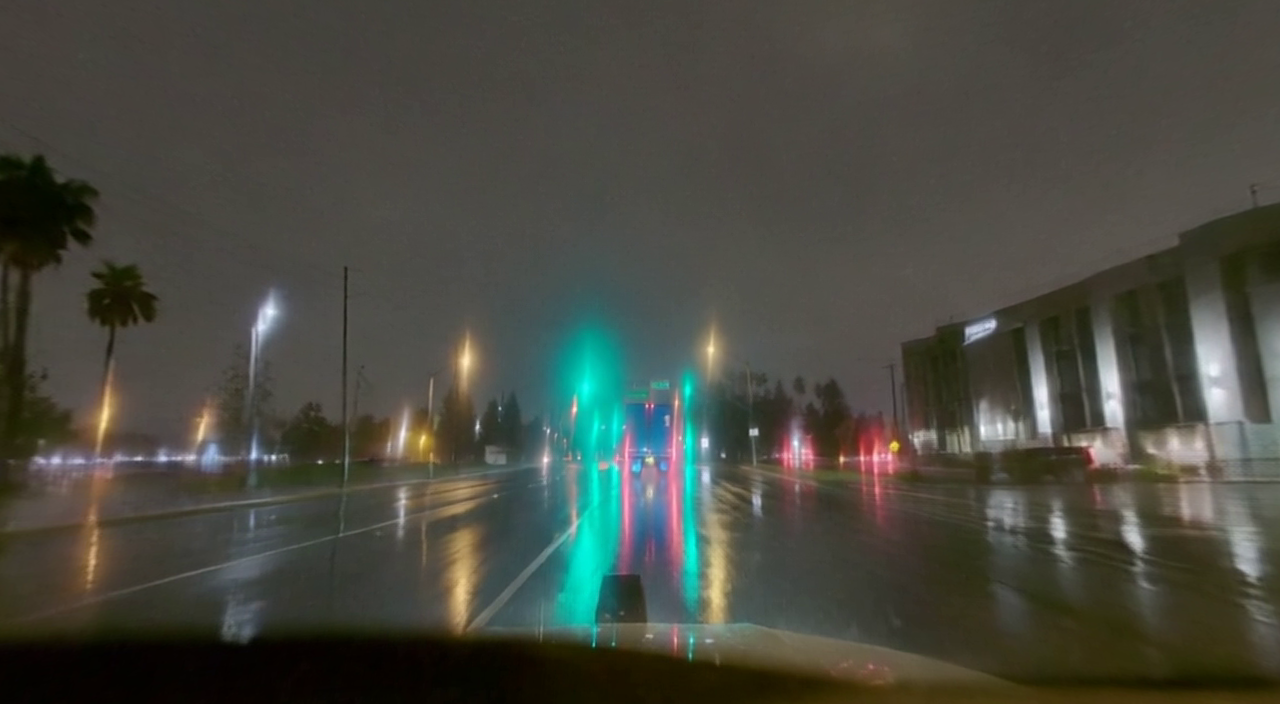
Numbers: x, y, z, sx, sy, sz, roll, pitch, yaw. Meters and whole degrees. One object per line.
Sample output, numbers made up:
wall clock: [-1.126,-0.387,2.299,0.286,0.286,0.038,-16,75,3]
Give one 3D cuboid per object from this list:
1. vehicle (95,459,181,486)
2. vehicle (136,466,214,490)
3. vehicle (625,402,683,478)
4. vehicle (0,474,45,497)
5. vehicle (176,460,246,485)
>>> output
vehicle: [-38.925,9.340,48.750,4.931,1.941,1.888,0,-9,0]
vehicle: [-34.002,9.208,45.981,4.296,1.513,1.825,0,-7,3]
vehicle: [0.619,5.469,38.440,2.992,3.949,11.815,0,-9,-1]
vehicle: [-48.033,10.100,47.589,1.720,1.512,4.058,0,-9,1]
vehicle: [-33.492,9.416,49.036,4.128,1.603,1.853,-3,-9,1]
